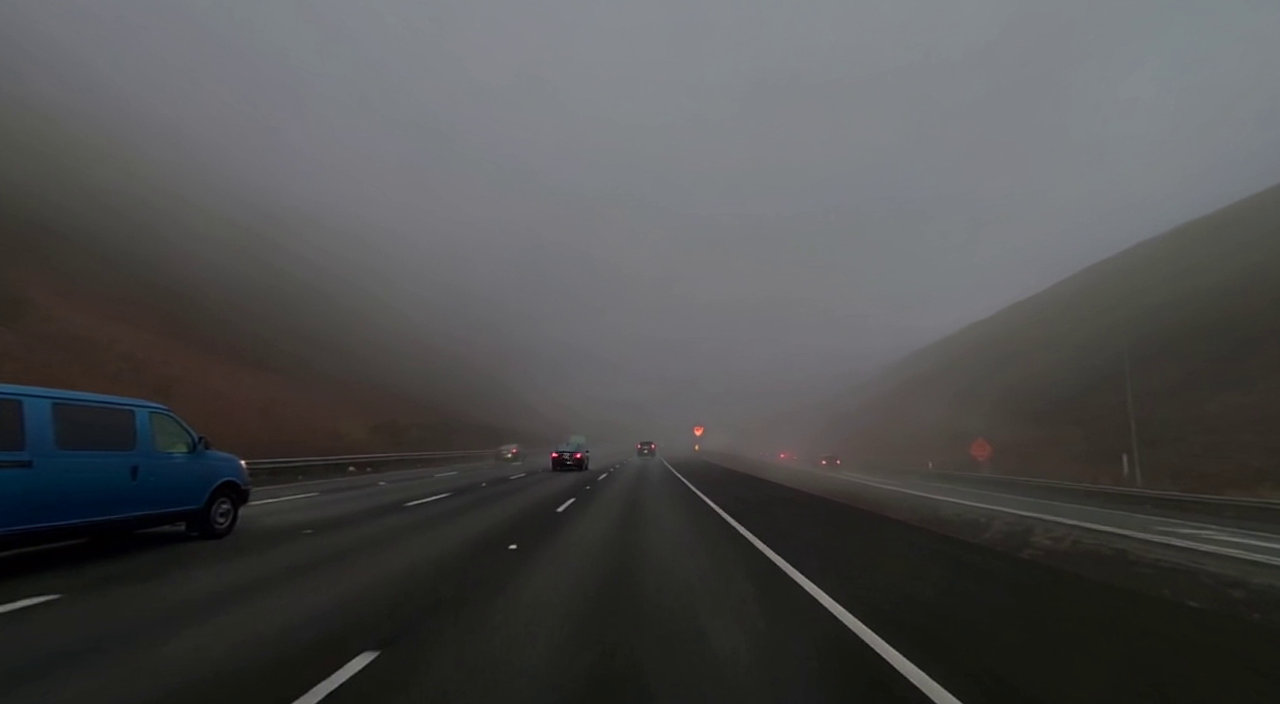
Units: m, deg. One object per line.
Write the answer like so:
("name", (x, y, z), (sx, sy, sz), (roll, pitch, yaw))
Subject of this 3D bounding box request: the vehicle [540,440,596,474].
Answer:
("vehicle", (-3.387, 5.038, 30.599), (2.080, 1.505, 4.649), (0, -8, 1))

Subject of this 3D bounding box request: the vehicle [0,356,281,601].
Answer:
("vehicle", (-6.841, 1.316, 6.883), (2.437, 2.135, 5.643), (0, -8, 1))
